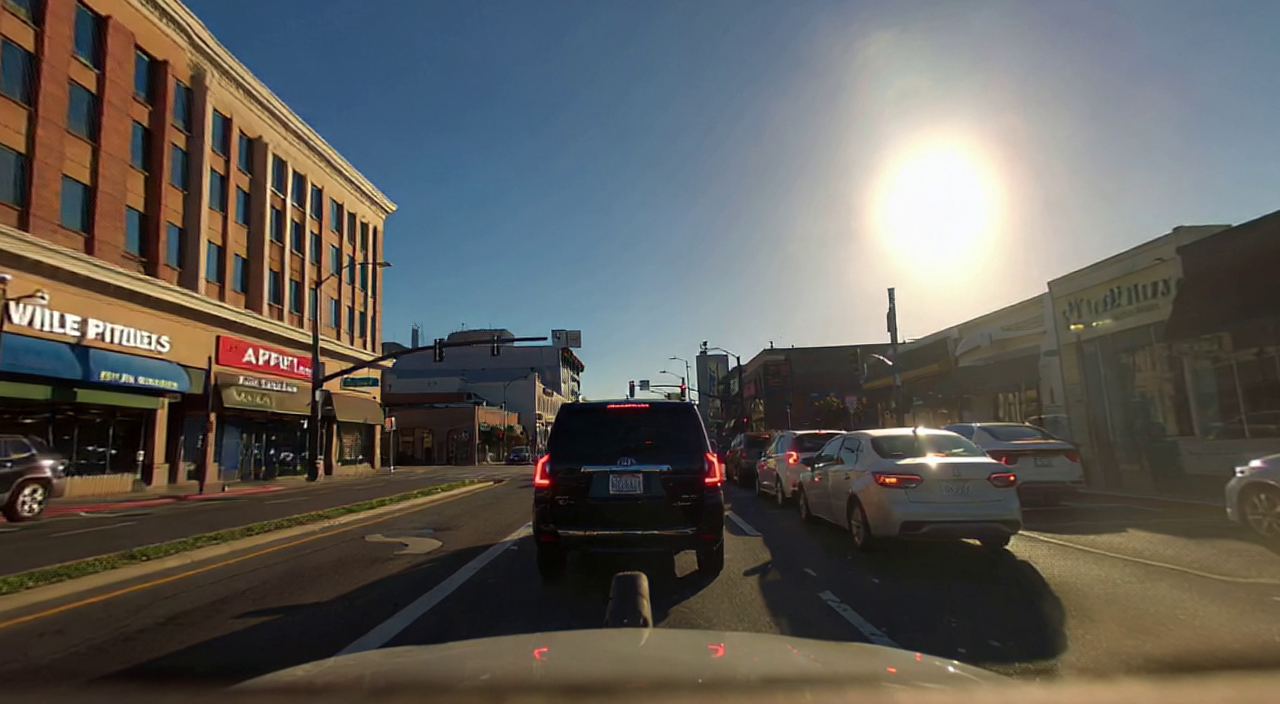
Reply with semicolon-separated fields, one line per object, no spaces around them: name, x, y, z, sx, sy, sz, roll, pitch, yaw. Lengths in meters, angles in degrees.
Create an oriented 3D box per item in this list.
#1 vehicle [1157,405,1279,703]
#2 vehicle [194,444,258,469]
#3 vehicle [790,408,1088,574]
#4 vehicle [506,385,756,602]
vehicle;3.369;0.688;0.632;1.884;1.484;4.609;0;-8;2
vehicle;-27.389;6.880;41.891;1.693;1.563;3.716;0;-8;0
vehicle;3.633;1.763;8.782;2.036;1.719;4.318;0;-8;0
vehicle;0.007;1.539;7.686;2.154;1.861;4.280;0;-8;3
